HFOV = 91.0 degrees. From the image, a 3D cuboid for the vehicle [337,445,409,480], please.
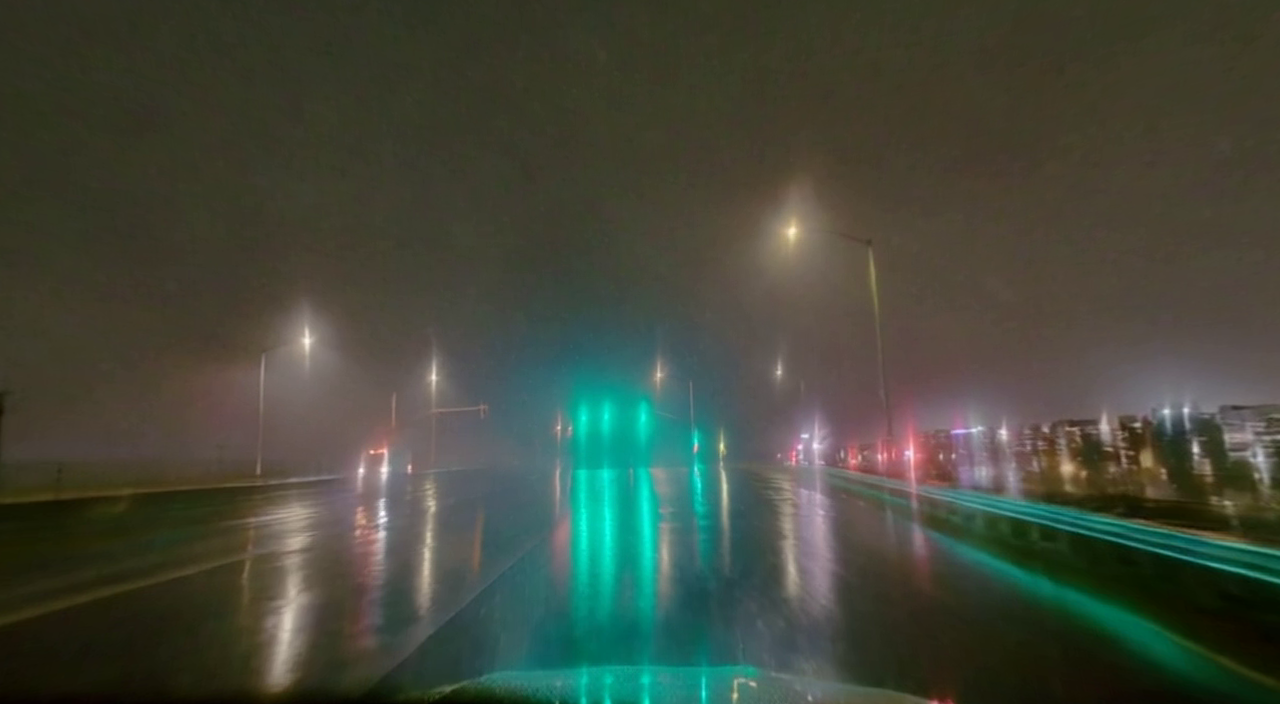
[{"bbox_3d":[-14.209,5.878,33.824,2.020,1.719,4.366,0,-9,-1],"label":"vehicle"}]
